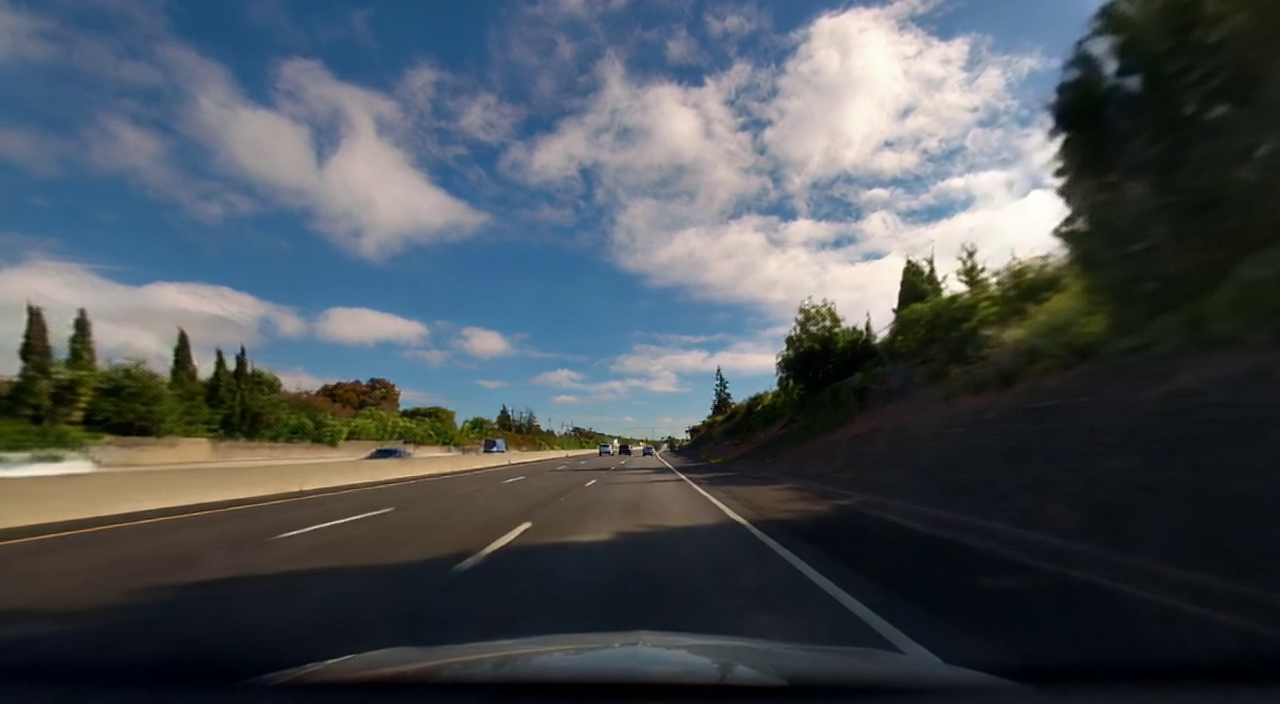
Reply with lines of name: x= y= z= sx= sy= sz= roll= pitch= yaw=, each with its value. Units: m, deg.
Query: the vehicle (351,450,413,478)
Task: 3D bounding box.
vehicle: x=-14.723 y=6.391 z=36.265 sx=1.830 sy=1.455 sz=3.957 roll=0 pitch=-9 yaw=0
